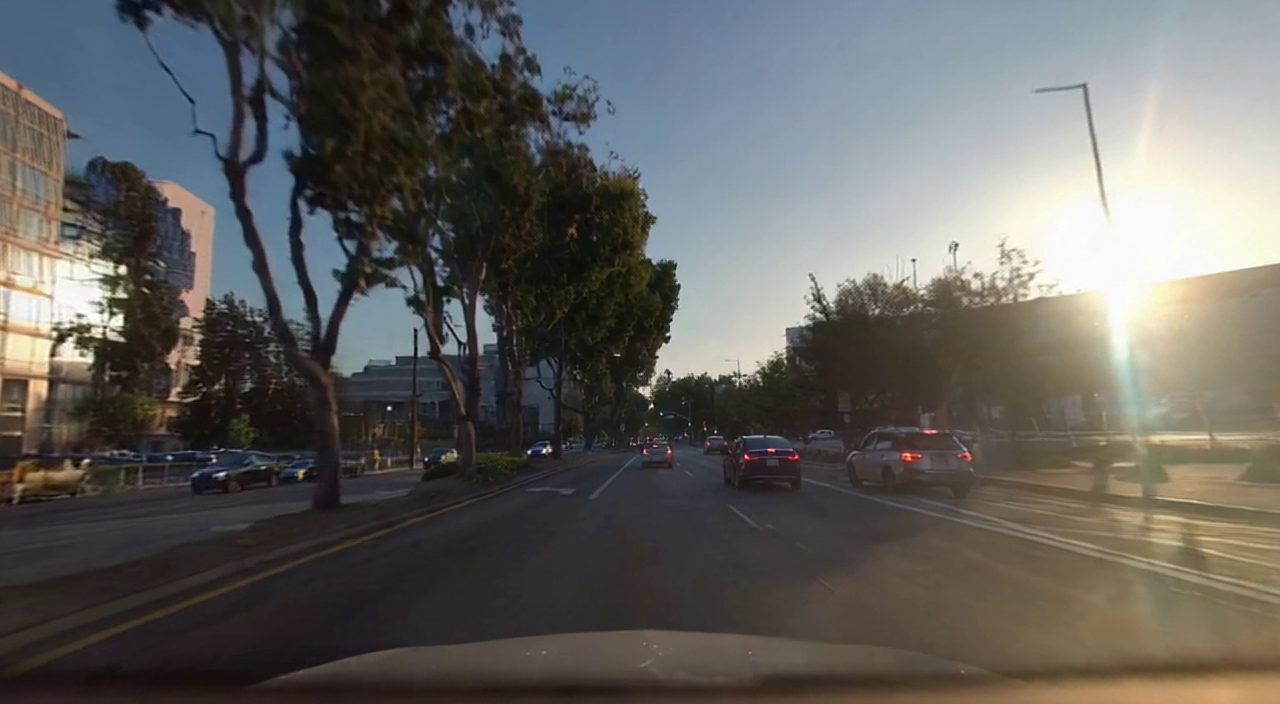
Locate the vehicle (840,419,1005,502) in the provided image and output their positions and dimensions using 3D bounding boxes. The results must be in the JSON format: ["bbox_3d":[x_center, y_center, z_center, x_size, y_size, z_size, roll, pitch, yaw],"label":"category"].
[{"bbox_3d":[6.904,2.704,16.097,1.963,1.783,4.722,0,-8,-1],"label":"vehicle"}]

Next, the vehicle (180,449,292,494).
[{"bbox_3d":[-17.993,5.306,28.414,1.954,1.779,4.635,0,-8,0],"label":"vehicle"}]

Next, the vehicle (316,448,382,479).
[{"bbox_3d":[-17.909,6.861,39.053,1.847,1.730,4.530,0,-8,0],"label":"vehicle"}]

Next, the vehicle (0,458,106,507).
[{"bbox_3d":[-24.625,5.379,26.396,2.076,1.688,4.635,3,-9,-24],"label":"vehicle"}]

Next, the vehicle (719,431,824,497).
[{"bbox_3d":[3.505,3.066,17.730,1.931,1.591,4.708,0,-8,0],"label":"vehicle"}]

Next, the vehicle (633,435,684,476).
[{"bbox_3d":[0.745,4.536,27.992,2.125,1.669,3.880,0,-8,0],"label":"vehicle"}]

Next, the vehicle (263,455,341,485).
[{"bbox_3d":[-18.061,6.293,33.936,1.716,1.412,4.335,0,-8,1],"label":"vehicle"}]
